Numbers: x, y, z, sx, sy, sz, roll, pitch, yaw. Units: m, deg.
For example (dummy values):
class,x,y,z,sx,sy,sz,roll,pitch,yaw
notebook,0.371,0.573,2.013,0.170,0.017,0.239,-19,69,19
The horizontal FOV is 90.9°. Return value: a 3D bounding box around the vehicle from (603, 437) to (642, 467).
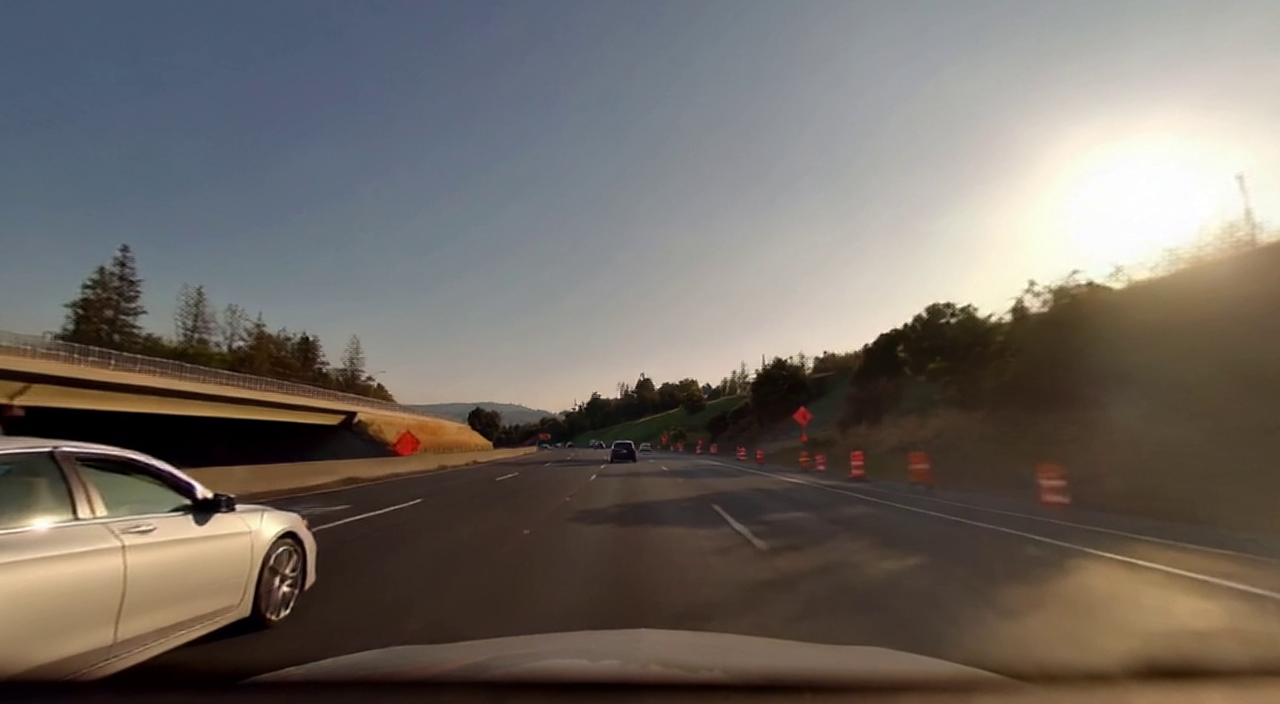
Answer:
class,x,y,z,sx,sy,sz,roll,pitch,yaw
vehicle,-1.177,6.345,40.140,2.328,1.805,4.502,0,-8,-3
